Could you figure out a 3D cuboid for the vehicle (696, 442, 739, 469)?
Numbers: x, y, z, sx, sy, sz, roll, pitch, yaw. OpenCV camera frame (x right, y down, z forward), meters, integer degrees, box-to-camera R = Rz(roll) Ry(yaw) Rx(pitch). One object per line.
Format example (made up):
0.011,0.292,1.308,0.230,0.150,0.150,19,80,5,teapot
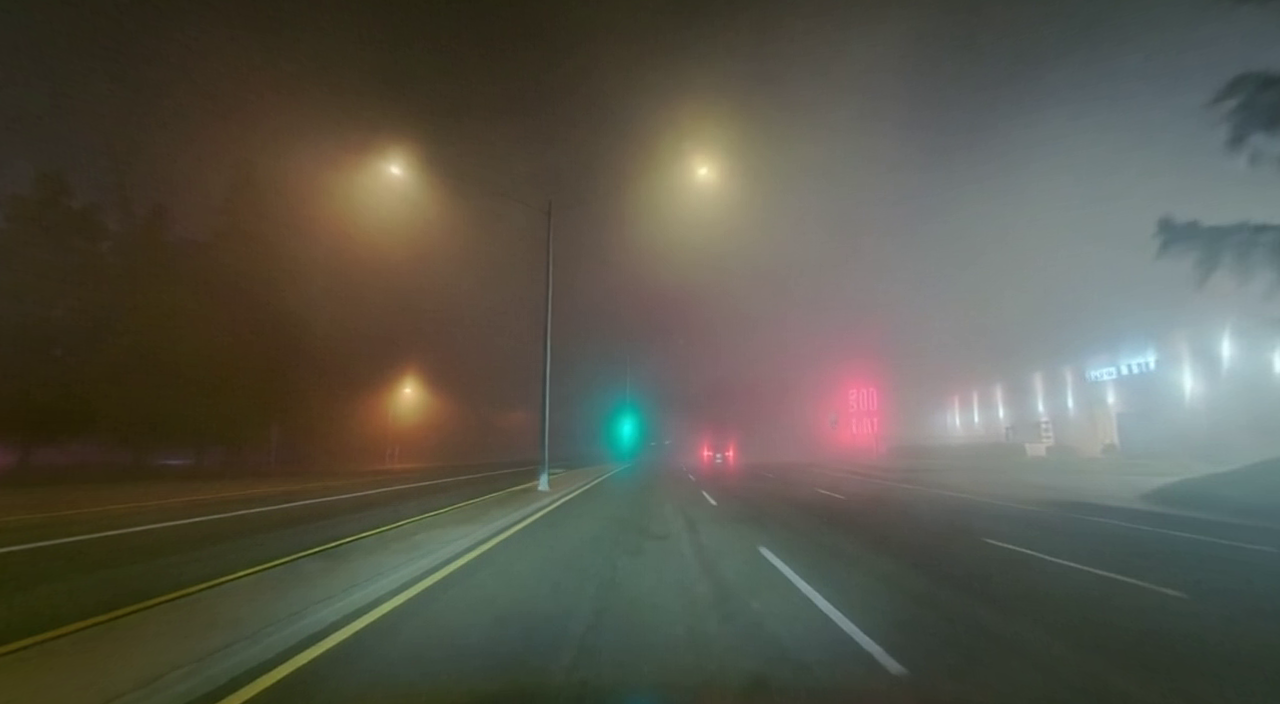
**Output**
4.463,6.044,37.010,2.015,1.479,4.444,0,-9,0,vehicle
